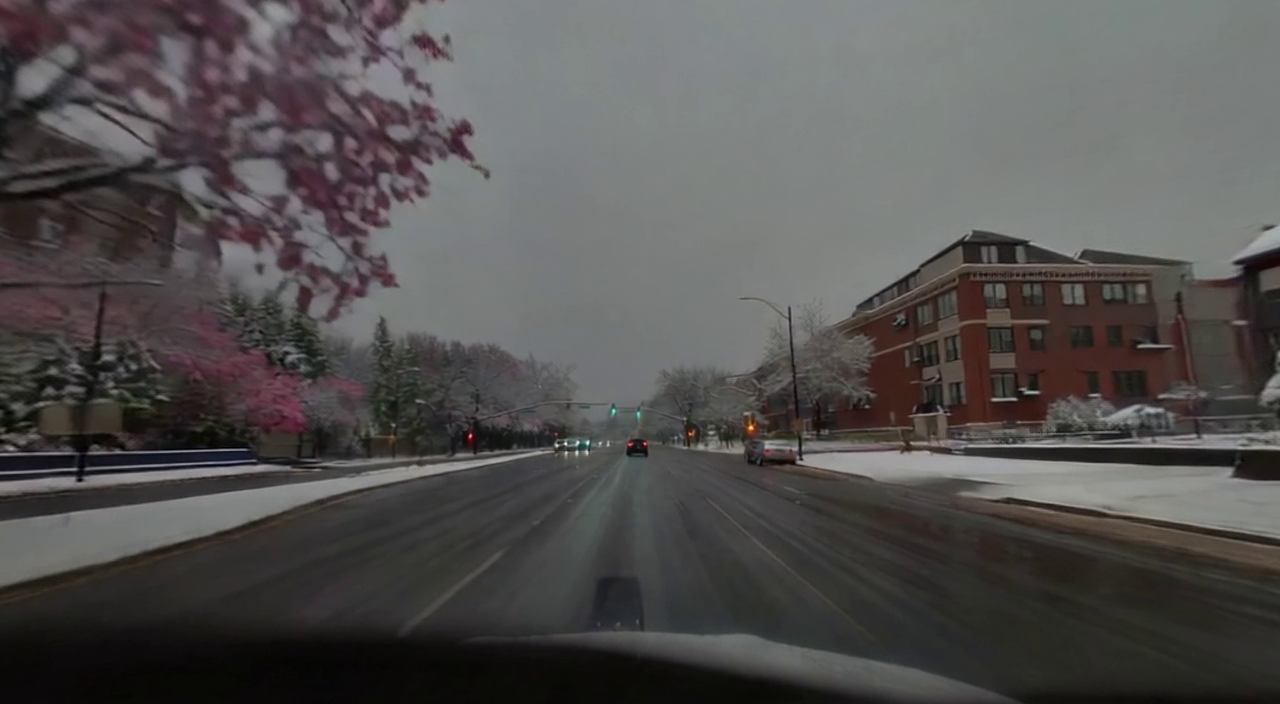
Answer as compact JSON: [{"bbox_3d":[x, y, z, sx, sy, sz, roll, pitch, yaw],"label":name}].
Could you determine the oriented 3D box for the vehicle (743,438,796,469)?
[{"bbox_3d":[7.124,5.616,35.095,1.933,1.580,4.162,0,-9,-2],"label":"vehicle"}]
